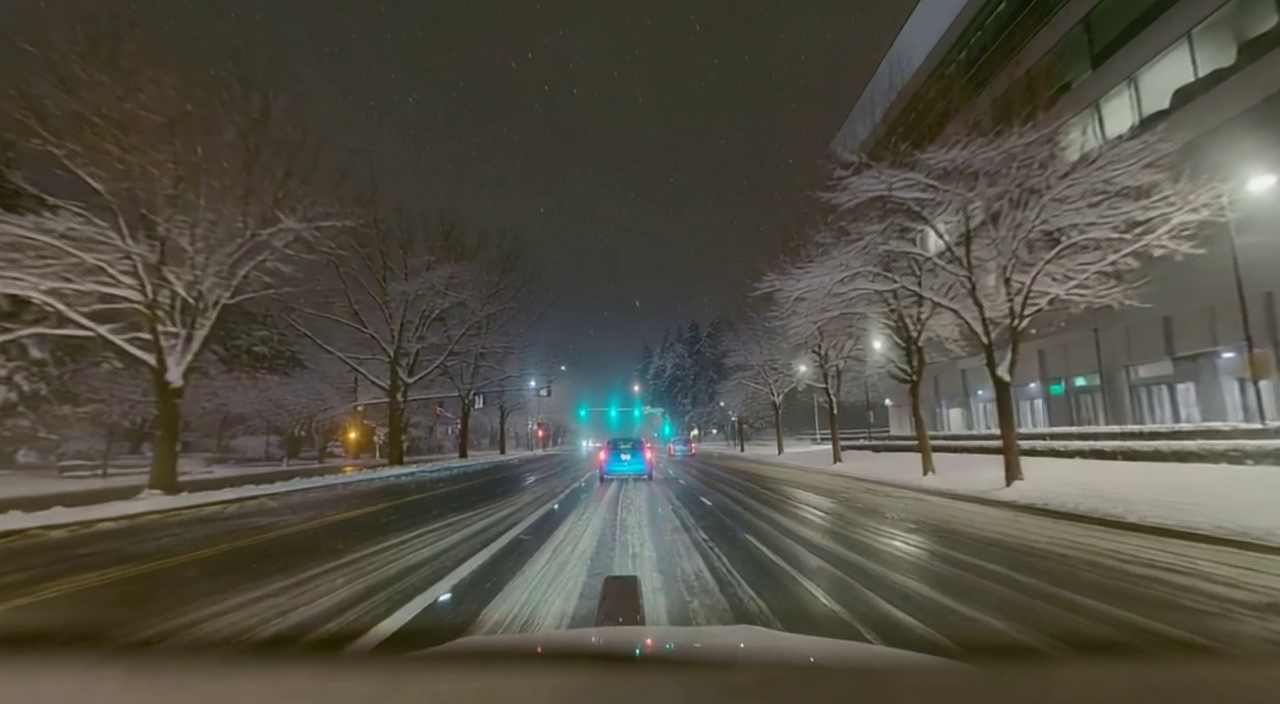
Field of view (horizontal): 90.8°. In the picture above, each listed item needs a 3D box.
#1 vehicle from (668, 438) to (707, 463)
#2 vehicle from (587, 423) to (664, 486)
[{"bbox_3d":[3.055,6.464,41.586,2.065,1.495,4.792,0,-9,-1],"label":"vehicle"},{"bbox_3d":[-0.473,3.431,21.308,2.313,1.860,4.319,0,-9,-1],"label":"vehicle"}]
